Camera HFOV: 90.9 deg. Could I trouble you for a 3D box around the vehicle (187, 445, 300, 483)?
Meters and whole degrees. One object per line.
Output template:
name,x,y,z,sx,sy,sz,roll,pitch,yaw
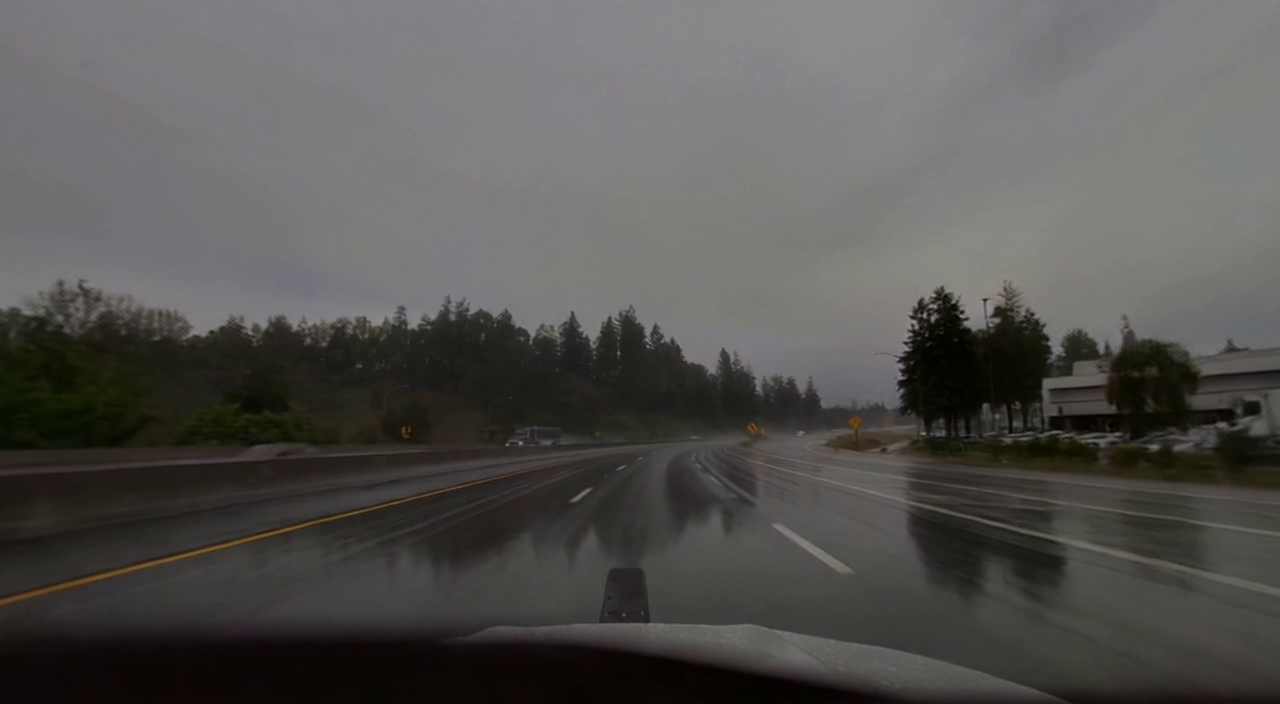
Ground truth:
vehicle,-17.174,4.841,27.613,1.945,1.523,4.392,0,-8,2
